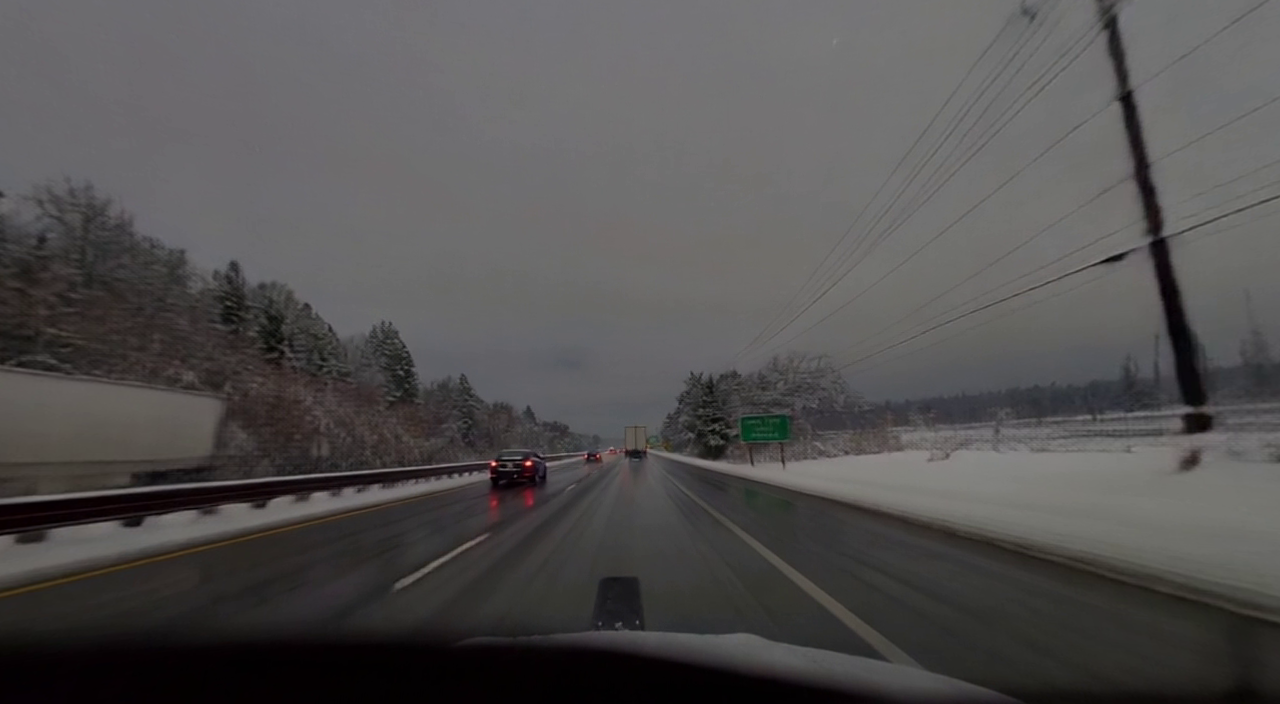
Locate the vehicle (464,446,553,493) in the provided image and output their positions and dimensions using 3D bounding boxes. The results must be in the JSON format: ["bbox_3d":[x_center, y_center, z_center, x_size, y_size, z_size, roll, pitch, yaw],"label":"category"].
[{"bbox_3d":[-4.401,4.025,21.881,2.106,1.445,4.404,0,-9,0],"label":"vehicle"}]

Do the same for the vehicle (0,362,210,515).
[{"bbox_3d":[-18.214,2.462,17.705,2.907,3.949,13.475,0,-9,-1],"label":"vehicle"}]
